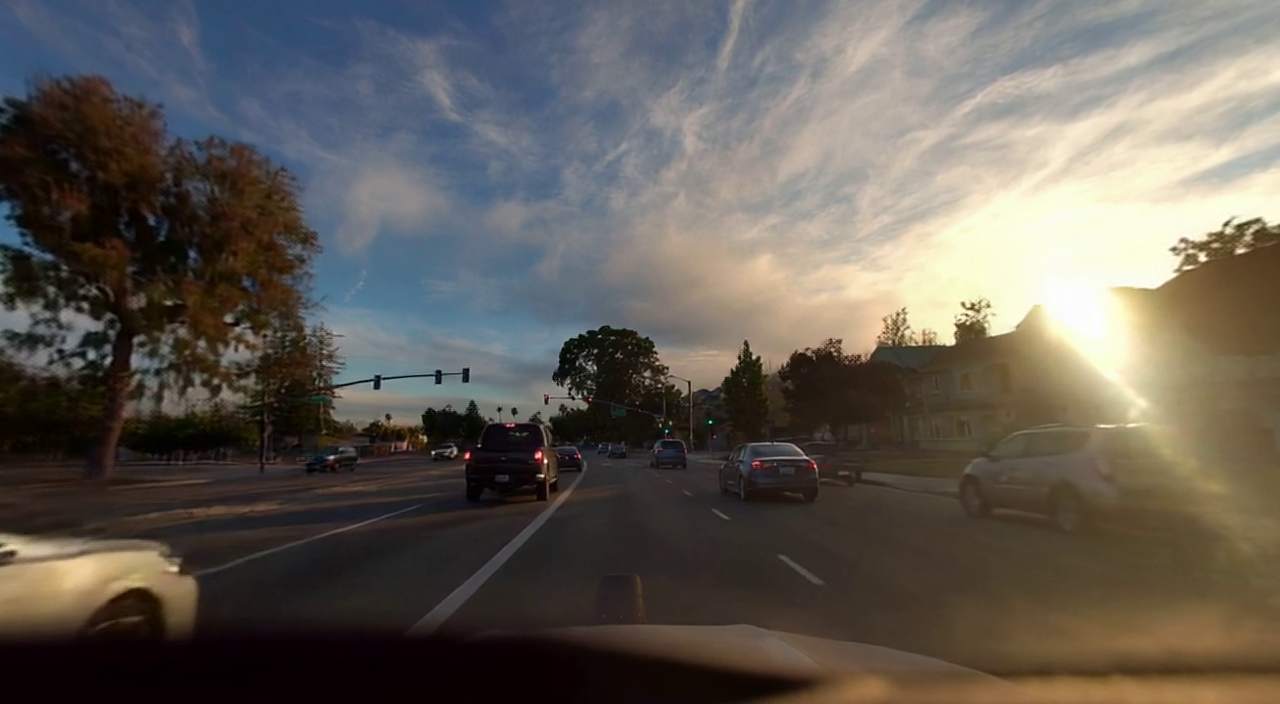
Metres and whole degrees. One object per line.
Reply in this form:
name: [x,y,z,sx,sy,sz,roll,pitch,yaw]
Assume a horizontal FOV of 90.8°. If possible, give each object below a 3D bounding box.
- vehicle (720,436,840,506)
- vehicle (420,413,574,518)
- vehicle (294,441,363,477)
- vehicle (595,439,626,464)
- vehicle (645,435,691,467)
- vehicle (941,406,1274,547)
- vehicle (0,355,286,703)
vehicle: [3.281,2.869,15.703,1.870,1.491,4.009,0,-8,-3]
vehicle: [-3.016,2.595,15.106,2.354,1.948,6.355,0,-8,-1]
vehicle: [-18.796,6.445,38.423,2.292,1.990,5.714,2,-9,-12]
vehicle: [-2.303,7.647,48.683,2.164,1.867,4.254,1,-8,-6]
vehicle: [1.795,6.691,42.861,2.391,1.960,5.600,1,-8,-5]
vehicle: [7.111,1.921,10.389,2.011,1.805,4.260,0,-8,-3]
vehicle: [-3.056,0.744,1.627,1.922,1.577,4.140,0,-8,-1]
